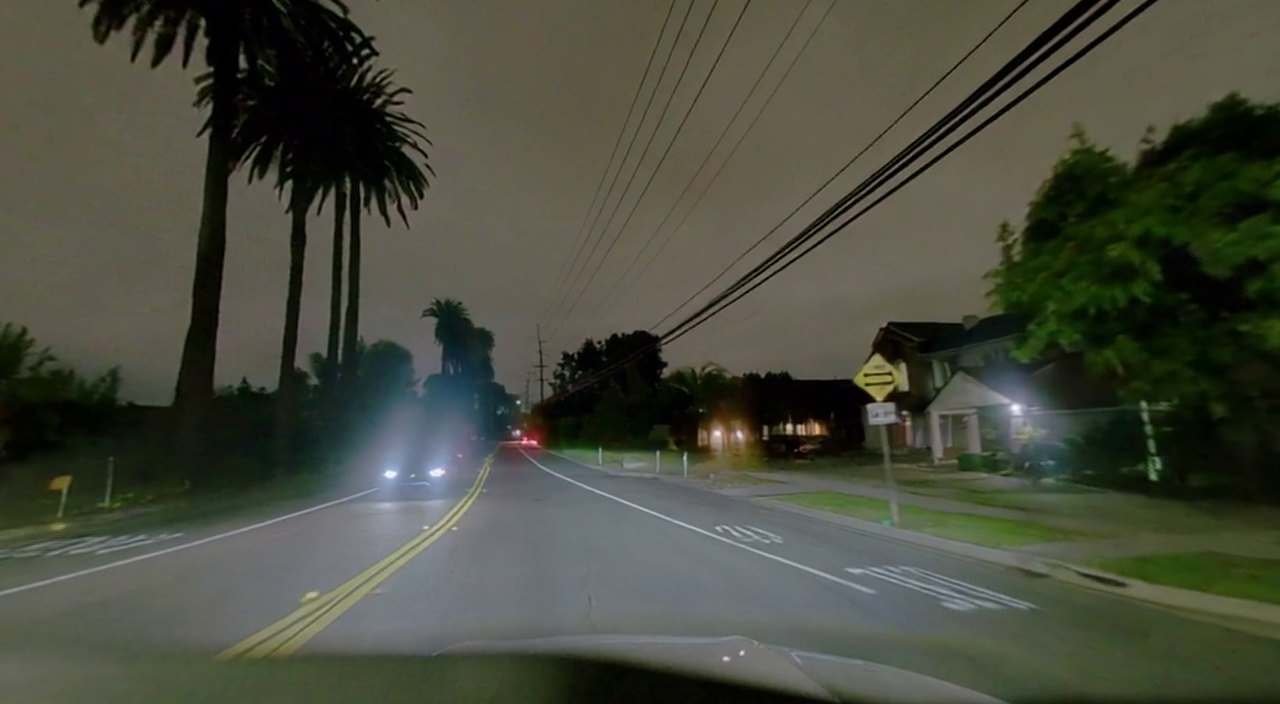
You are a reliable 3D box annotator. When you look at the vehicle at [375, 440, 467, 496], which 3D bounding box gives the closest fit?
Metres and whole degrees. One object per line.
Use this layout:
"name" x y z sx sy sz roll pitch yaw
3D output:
"vehicle" -6.692 3.547 19.808 2.061 1.510 4.457 1 -9 -11
